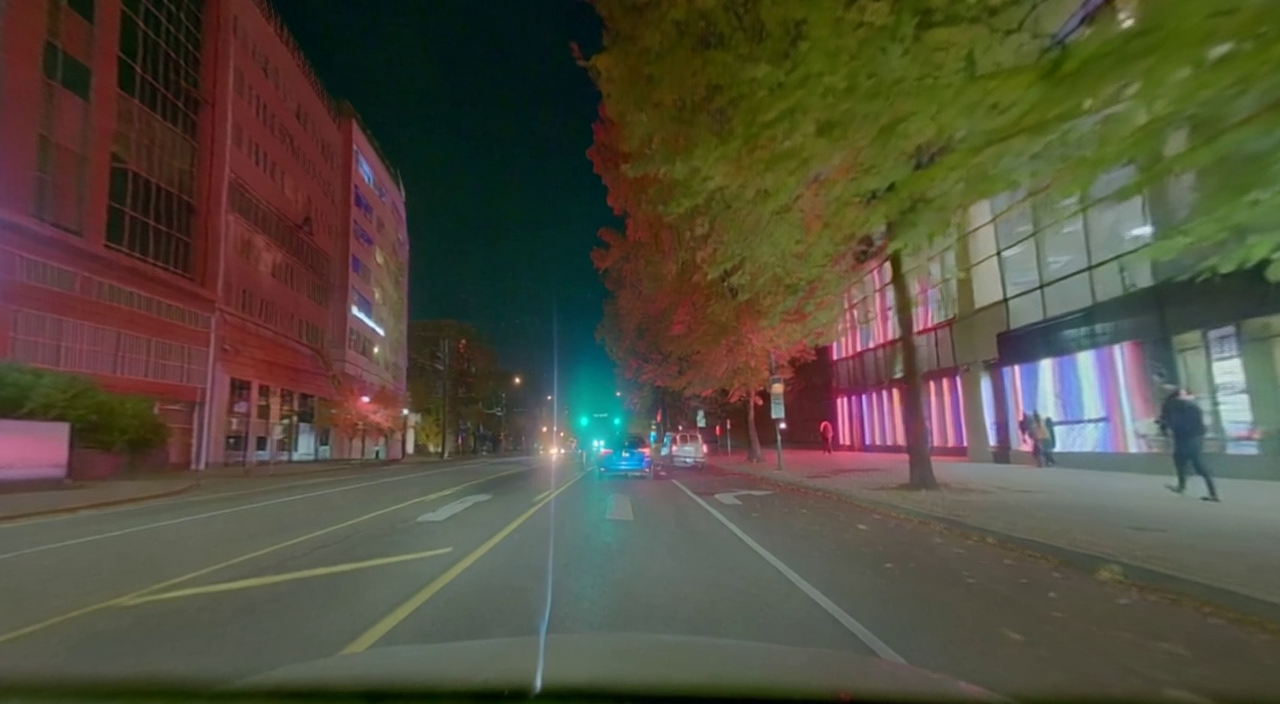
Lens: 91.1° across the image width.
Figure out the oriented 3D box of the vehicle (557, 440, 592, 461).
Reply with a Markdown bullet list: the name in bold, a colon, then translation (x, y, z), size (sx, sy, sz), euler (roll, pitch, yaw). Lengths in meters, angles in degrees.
- **vehicle**: translation (-4.632, 6.975, 44.816), size (2.096, 1.415, 4.515), euler (0, -8, -1)

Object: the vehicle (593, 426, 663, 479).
- **vehicle**: translation (-0.460, 3.578, 22.772), size (2.274, 1.736, 4.083), euler (0, -8, -2)

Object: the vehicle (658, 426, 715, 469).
- **vehicle**: translation (2.204, 4.712, 31.282), size (2.147, 1.968, 4.478), euler (1, -8, -5)
